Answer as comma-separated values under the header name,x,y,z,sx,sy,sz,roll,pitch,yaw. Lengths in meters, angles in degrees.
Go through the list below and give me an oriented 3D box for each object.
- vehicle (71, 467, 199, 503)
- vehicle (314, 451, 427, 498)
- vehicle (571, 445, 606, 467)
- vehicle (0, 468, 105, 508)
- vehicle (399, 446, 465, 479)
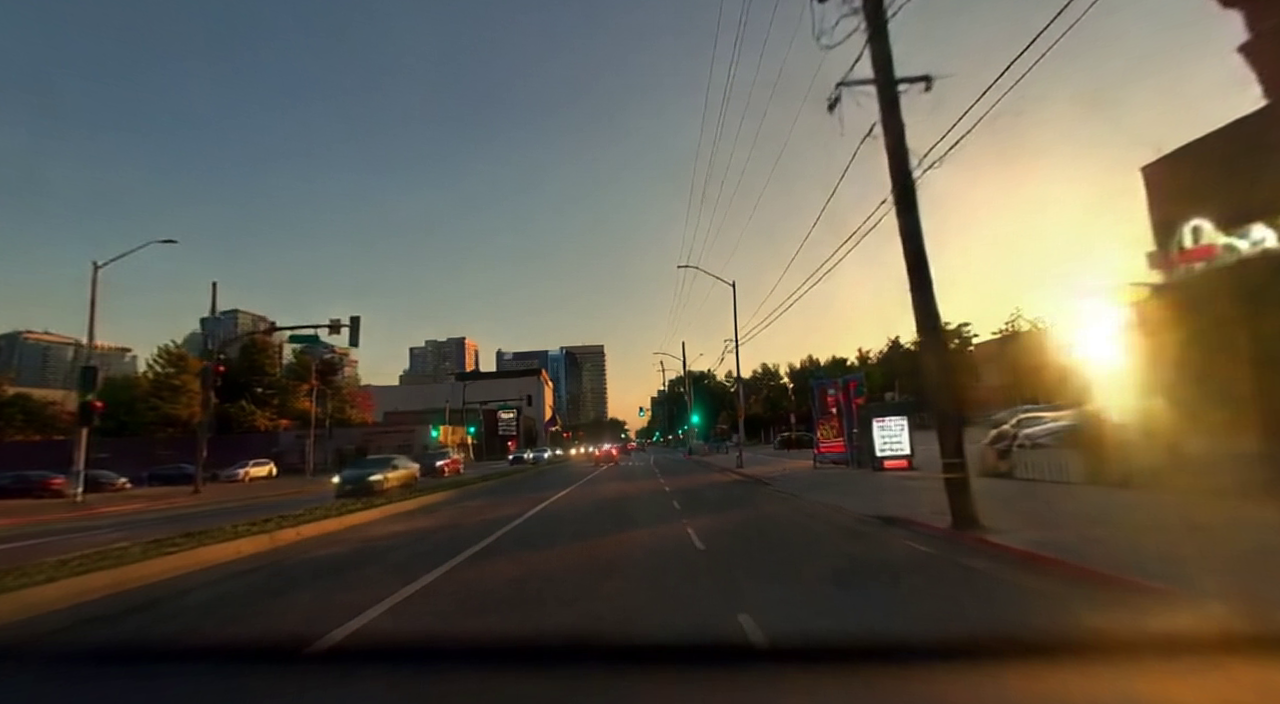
name,x,y,z,sx,sy,sz,roll,pitch,yaw
vehicle,-24.831,6.506,31.243,1.985,1.469,4.428,-5,-10,27
vehicle,-9.402,4.267,22.484,2.050,1.457,4.338,0,-9,1
vehicle,-3.576,7.300,44.559,1.962,1.420,4.021,-1,-9,2
vehicle,-28.879,6.514,30.462,1.969,1.636,4.136,-5,-10,27
vehicle,-12.772,6.783,39.131,2.347,1.857,4.860,0,-9,1
